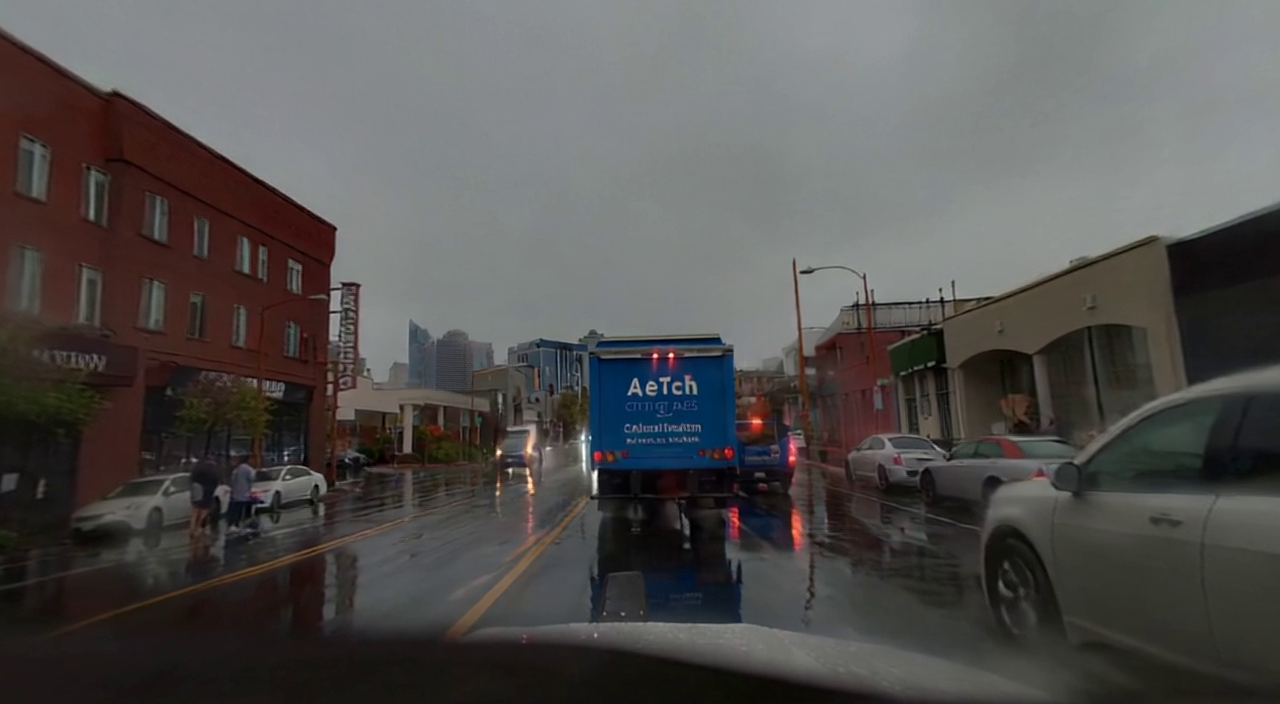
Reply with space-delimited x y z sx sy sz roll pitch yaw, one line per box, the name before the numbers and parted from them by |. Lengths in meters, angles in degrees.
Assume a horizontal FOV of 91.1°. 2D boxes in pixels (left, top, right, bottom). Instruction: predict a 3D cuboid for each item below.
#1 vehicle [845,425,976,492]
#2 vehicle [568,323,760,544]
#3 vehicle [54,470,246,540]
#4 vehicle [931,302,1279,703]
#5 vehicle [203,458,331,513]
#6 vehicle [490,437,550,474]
vehicle | 7.587 3.029 18.164 1.946 1.680 4.270 0 -8 1
vehicle | 0.216 1.500 11.446 2.517 2.926 6.177 0 -8 -2
vehicle | -13.479 4.188 17.711 1.901 1.508 4.405 0 -8 -1
vehicle | 3.393 0.789 2.754 2.104 1.786 4.498 0 -8 1
vehicle | -13.365 4.759 22.881 1.943 1.682 4.365 0 -8 0
vehicle | -5.958 5.211 31.687 2.046 1.711 4.320 0 -8 1
